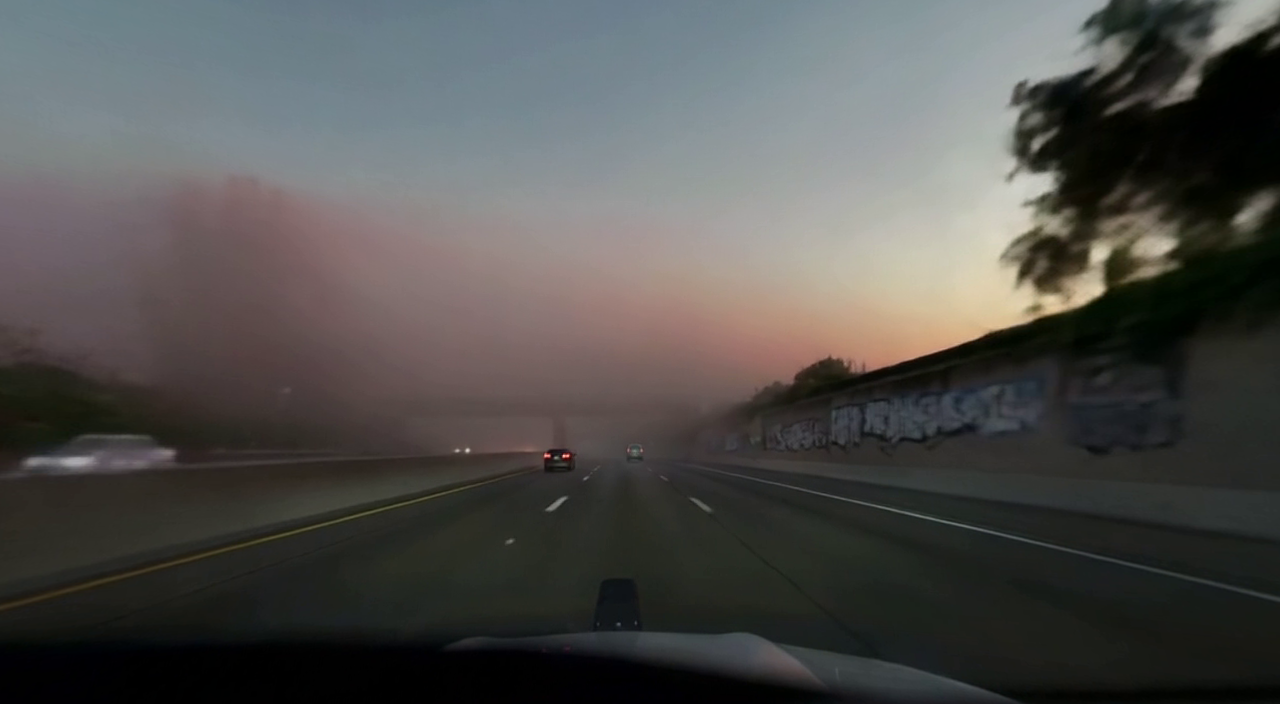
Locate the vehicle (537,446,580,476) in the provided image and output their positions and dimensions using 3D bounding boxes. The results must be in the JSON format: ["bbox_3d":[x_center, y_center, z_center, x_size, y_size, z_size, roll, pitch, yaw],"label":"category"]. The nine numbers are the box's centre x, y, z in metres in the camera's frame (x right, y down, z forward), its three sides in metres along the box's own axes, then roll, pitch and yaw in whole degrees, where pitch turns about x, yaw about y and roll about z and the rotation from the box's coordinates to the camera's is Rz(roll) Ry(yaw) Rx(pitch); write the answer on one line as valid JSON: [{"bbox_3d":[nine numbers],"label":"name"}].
[{"bbox_3d":[-4.323,5.838,33.853,1.871,1.459,3.771,0,-9,-2],"label":"vehicle"}]
